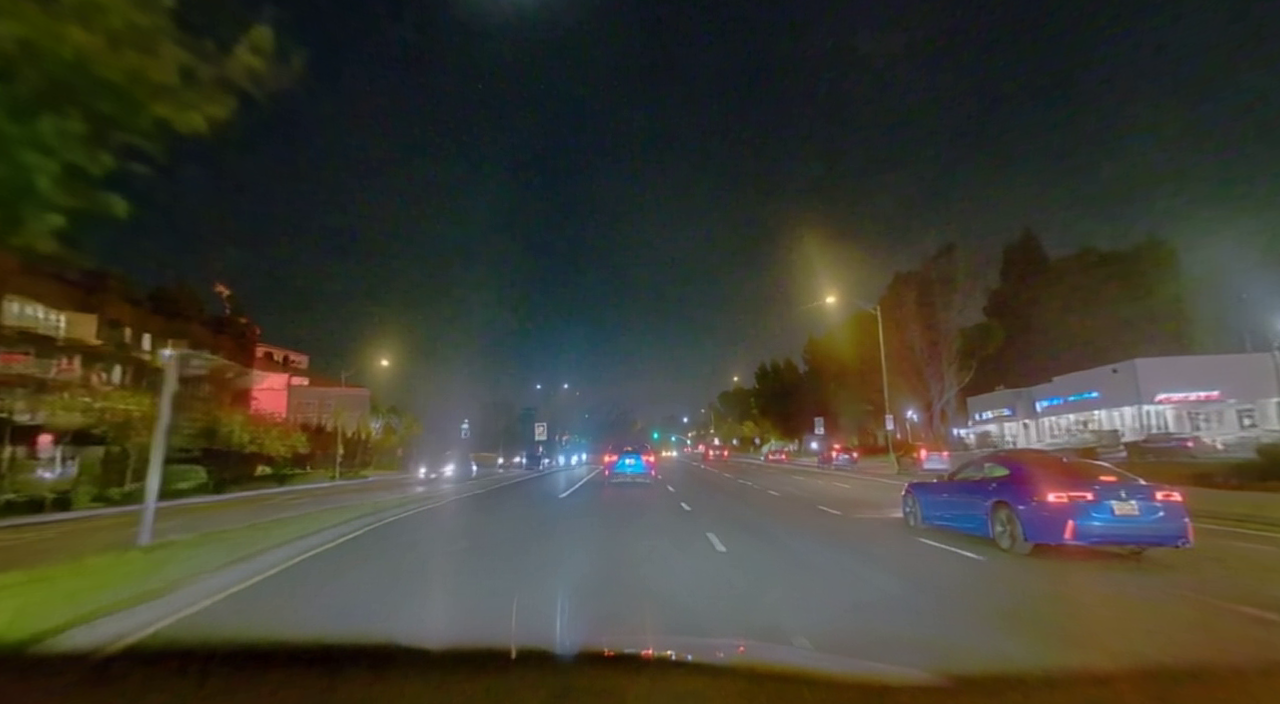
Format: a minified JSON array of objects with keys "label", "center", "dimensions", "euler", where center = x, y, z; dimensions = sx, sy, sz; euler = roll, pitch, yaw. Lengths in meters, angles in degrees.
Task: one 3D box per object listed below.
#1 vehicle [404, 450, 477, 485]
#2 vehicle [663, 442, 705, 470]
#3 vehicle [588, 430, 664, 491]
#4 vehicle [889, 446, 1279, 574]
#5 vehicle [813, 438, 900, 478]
[{"label":"vehicle","center":[-9.536,5.534,30.577],"dimensions":[1.989,1.542,4.435],"euler":[-1,-9,1]},{"label":"vehicle","center":[2.500,6.025,36.743],"dimensions":[2.078,1.471,4.142],"euler":[-1,-9,-1]},{"label":"vehicle","center":[-0.475,3.567,20.991],"dimensions":[2.266,1.762,4.131],"euler":[-1,-9,-1]},{"label":"vehicle","center":[5.555,1.987,8.825],"dimensions":[2.258,1.294,4.312],"euler":[0,-9,-2]},{"label":"vehicle","center":[8.954,4.418,26.538],"dimensions":[2.045,1.484,4.342],"euler":[-1,-9,-1]}]
